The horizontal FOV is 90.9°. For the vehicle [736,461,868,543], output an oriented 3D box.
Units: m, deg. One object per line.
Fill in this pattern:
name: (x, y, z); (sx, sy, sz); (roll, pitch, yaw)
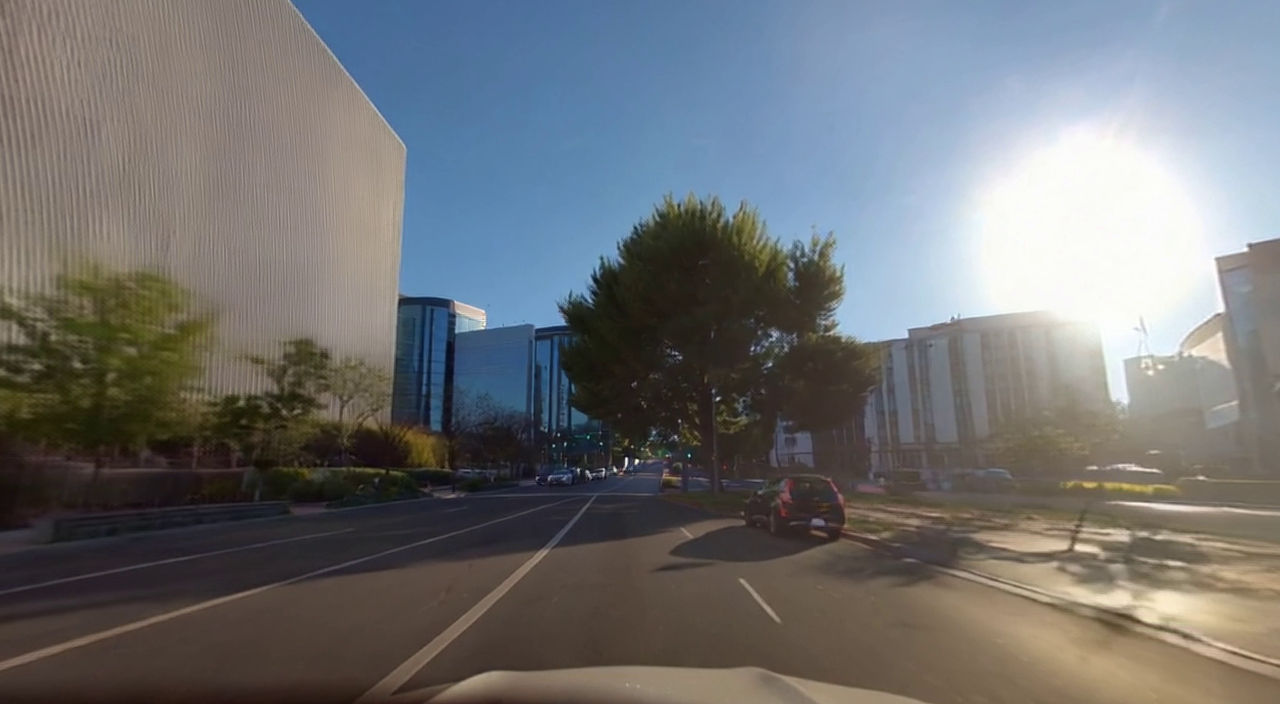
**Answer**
vehicle: (3.281, 3.131, 13.564); (1.899, 1.470, 3.666); (0, -11, 1)

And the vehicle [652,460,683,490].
vehicle: (1.961, 9.002, 46.206); (2.064, 2.010, 4.791); (0, -11, 1)
